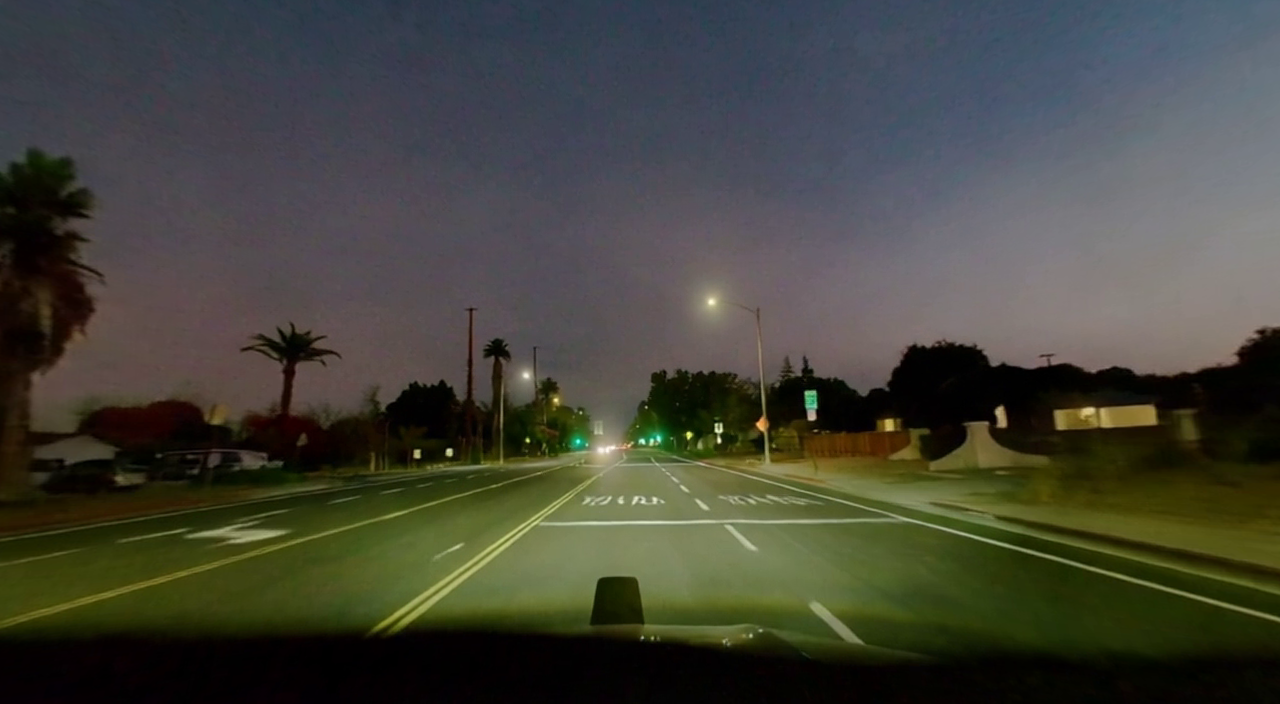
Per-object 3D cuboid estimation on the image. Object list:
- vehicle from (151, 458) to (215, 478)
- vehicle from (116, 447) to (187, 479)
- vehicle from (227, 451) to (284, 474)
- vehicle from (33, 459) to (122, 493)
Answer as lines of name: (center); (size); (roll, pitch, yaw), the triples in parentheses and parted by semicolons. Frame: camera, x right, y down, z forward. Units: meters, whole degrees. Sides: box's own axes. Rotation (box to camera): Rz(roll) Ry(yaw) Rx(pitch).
vehicle: (-35.625, 9.006, 49.361); (1.783, 1.440, 4.423); (0, -9, -2)
vehicle: (-38.362, 8.702, 49.776); (1.950, 2.284, 4.544); (0, -8, -2)
vehicle: (-29.972, 8.597, 49.440); (1.914, 1.709, 4.579); (1, -9, -5)
vehicle: (-28.014, 6.130, 31.450); (4.634, 1.513, 1.841); (-6, -10, 30)
